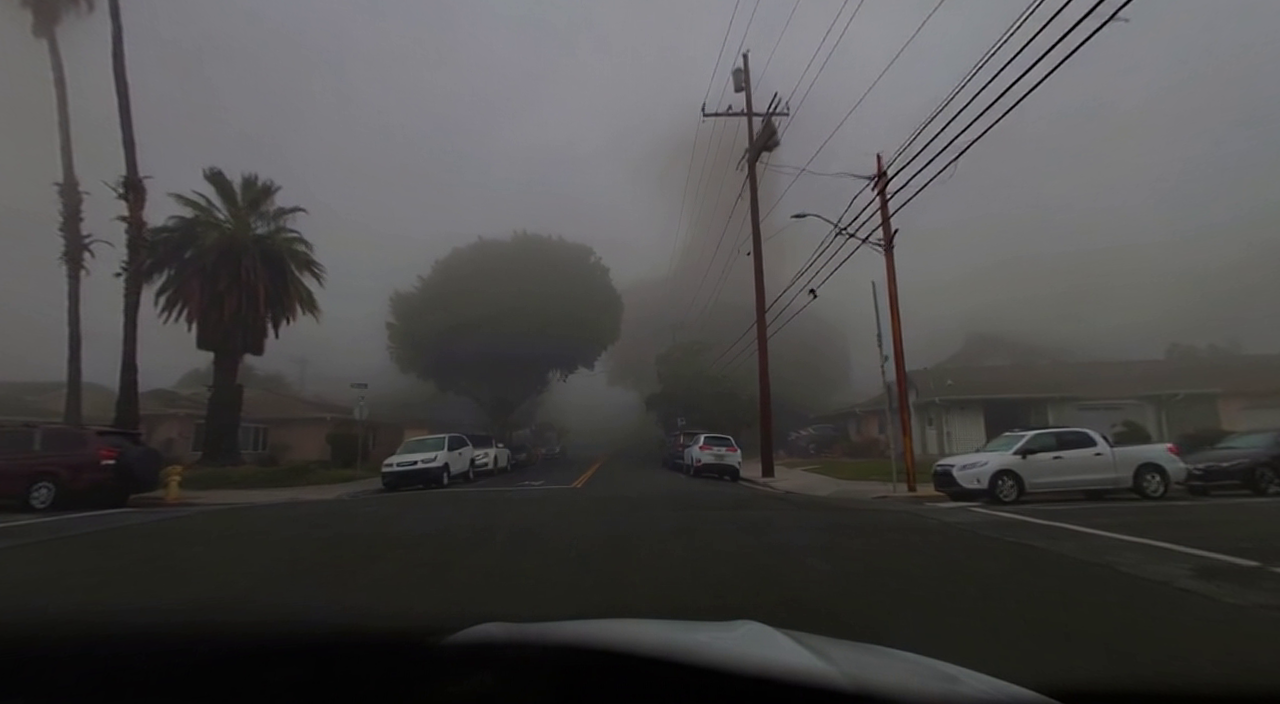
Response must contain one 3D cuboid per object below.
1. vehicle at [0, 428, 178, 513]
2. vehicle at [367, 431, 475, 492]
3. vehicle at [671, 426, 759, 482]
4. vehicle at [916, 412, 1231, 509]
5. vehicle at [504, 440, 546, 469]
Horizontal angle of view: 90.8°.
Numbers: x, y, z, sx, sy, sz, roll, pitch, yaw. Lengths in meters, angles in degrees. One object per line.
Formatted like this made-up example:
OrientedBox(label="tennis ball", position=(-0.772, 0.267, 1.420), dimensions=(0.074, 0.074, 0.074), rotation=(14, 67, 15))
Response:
OrientedBox(label="vehicle", position=(-14.776, 2.812, 14.874), dimensions=(5.847, 1.766, 2.392), rotation=(-2, -9, -2))
OrientedBox(label="vehicle", position=(-6.958, 3.524, 20.663), dimensions=(2.198, 1.724, 4.493), rotation=(1, -9, -5))
OrientedBox(label="vehicle", position=(2.698, 3.903, 24.439), dimensions=(2.505, 1.895, 5.805), rotation=(0, -9, -2))
OrientedBox(label="vehicle", position=(10.310, 2.604, 15.428), dimensions=(5.971, 1.967, 2.385), rotation=(-1, -9, -4))
OrientedBox(label="vehicle", position=(-7.922, 7.124, 43.959), dimensions=(2.178, 1.865, 4.658), rotation=(0, -9, -2))
